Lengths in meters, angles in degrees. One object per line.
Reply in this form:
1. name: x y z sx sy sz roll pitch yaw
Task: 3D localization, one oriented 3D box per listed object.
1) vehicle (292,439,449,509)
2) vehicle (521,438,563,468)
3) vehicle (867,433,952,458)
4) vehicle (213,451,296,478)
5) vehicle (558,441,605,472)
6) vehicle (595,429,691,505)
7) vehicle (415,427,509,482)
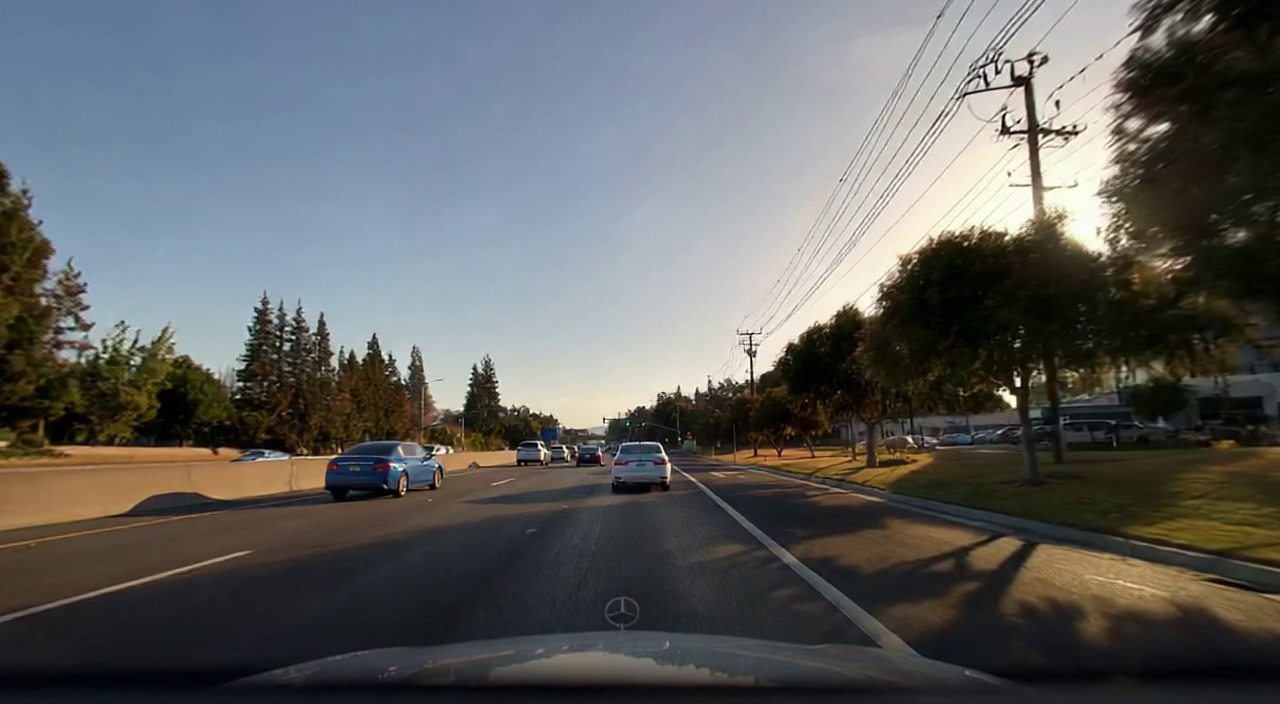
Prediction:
1. vehicle: -6.474 2.954 15.843 1.900 1.483 4.547 0 -8 0
2. vehicle: -6.114 6.354 39.957 1.914 1.756 4.179 0 -8 1
3. vehicle: 17.777 6.213 41.784 4.659 1.572 2.019 0 -8 0
4. vehicle: -22.639 6.603 37.323 1.911 1.439 4.742 0 -8 0
5. vehicle: -3.023 5.485 33.471 2.055 1.510 3.961 0 -8 2
6. vehicle: 0.068 2.862 16.160 2.140 1.653 4.108 0 -8 0
7. vehicle: -6.739 3.963 24.639 2.144 1.905 4.967 0 -8 1
